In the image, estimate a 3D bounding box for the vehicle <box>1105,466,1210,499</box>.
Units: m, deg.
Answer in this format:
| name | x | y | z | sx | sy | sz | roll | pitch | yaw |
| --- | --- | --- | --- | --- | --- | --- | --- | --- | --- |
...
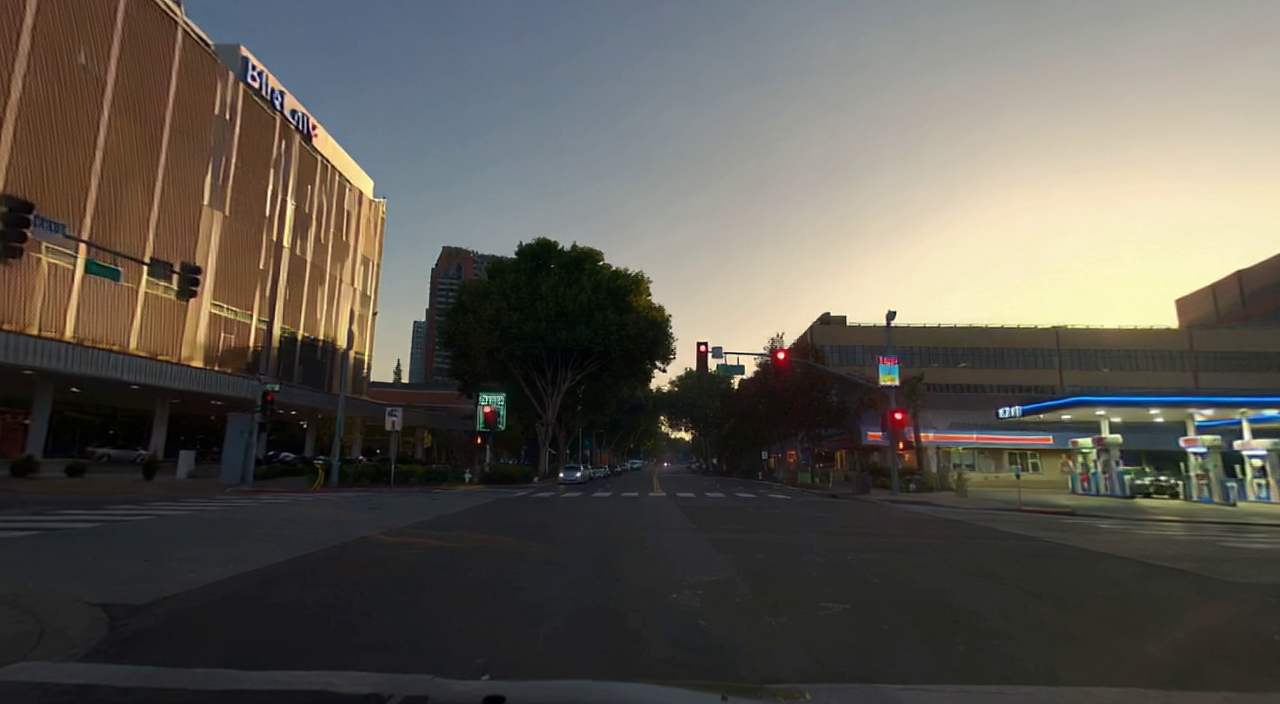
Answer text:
| name | x | y | z | sx | sy | sz | roll | pitch | yaw |
| --- | --- | --- | --- | --- | --- | --- | --- | --- | --- |
| vehicle | 28.015 | 7.053 | 34.331 | 1.897 | 1.466 | 4.211 | 1 | -8 | -6 |
